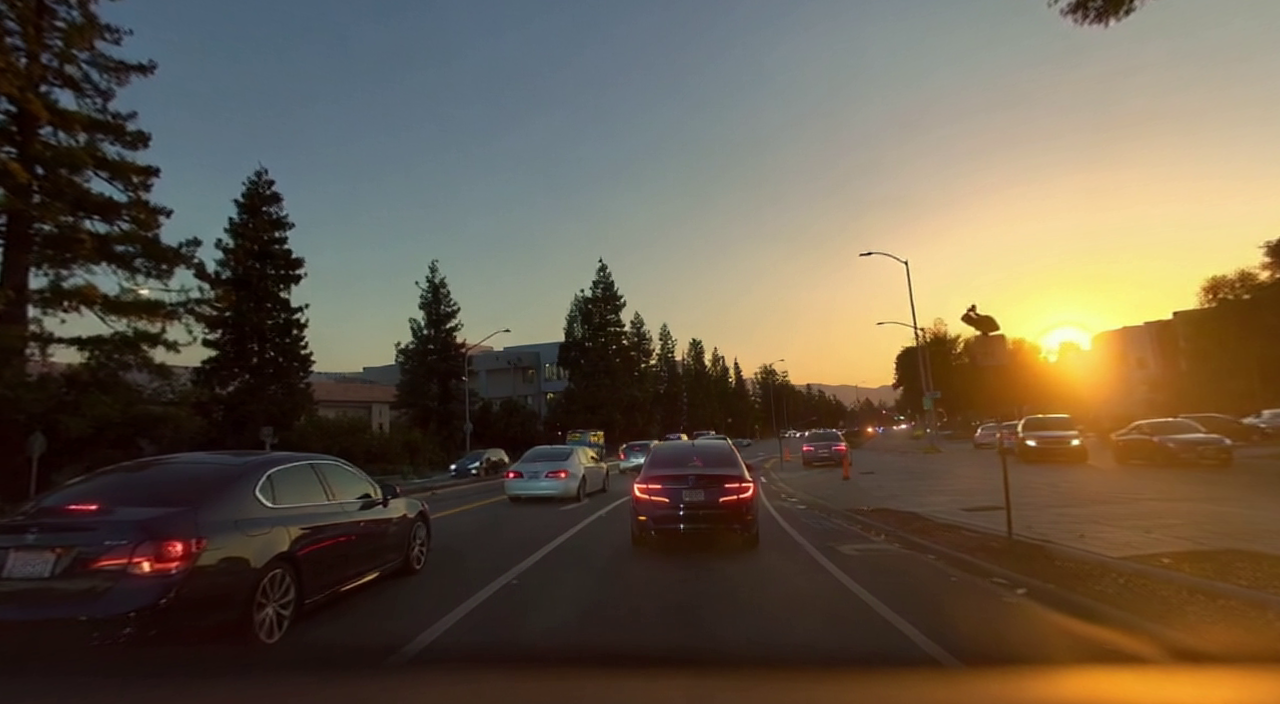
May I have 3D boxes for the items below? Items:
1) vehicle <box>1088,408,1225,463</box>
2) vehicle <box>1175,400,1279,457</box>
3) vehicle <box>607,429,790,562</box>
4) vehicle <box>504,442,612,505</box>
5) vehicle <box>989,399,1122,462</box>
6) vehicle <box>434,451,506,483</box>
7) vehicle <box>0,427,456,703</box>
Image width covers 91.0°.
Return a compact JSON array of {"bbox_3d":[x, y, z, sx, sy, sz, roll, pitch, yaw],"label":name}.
[{"bbox_3d":[17.359,2.859,21.432,1.803,1.518,3.893,-7,-9,11],"label":"vehicle"},{"bbox_3d":[20.197,2.514,20.864,1.902,1.529,3.937,-10,-10,12],"label":"vehicle"},{"bbox_3d":[0.841,2.004,9.522,2.142,1.528,4.133,-1,-9,5],"label":"vehicle"},{"bbox_3d":[-2.082,3.257,17.377,1.870,1.490,4.187,-1,-9,8],"label":"vehicle"},{"bbox_3d":[14.223,2.813,21.963,2.288,1.933,4.612,-2,-9,13],"label":"vehicle"},{"bbox_3d":[-8.746,5.950,32.908,1.947,1.482,4.589,-1,-9,8],"label":"vehicle"},{"bbox_3d":[-3.225,1.448,5.181,1.940,1.502,4.241,-1,-9,3],"label":"vehicle"}]
